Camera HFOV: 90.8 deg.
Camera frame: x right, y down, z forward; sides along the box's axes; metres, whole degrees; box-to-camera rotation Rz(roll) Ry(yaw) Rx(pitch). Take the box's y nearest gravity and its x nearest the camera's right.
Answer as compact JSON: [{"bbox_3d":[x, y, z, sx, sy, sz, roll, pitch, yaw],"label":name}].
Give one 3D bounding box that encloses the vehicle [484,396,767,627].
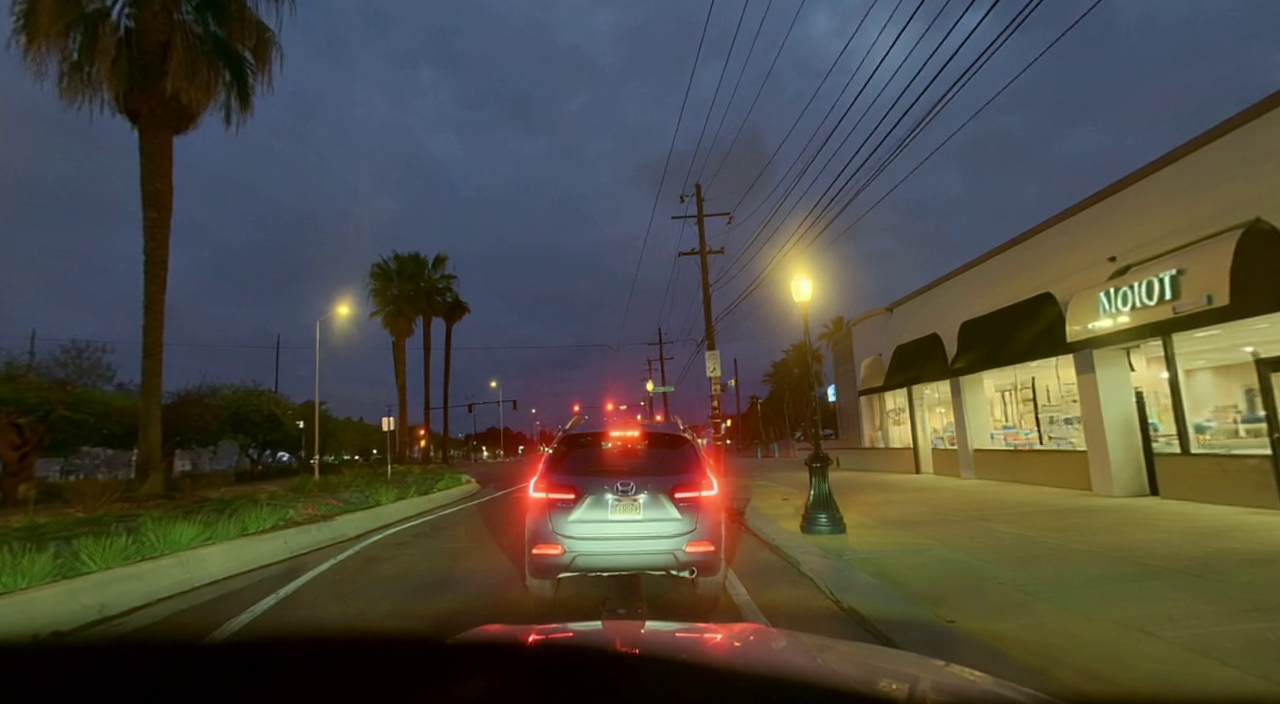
[{"bbox_3d":[-0.191,1.457,6.675,2.105,1.702,3.750,0,-8,-3],"label":"vehicle"}]
